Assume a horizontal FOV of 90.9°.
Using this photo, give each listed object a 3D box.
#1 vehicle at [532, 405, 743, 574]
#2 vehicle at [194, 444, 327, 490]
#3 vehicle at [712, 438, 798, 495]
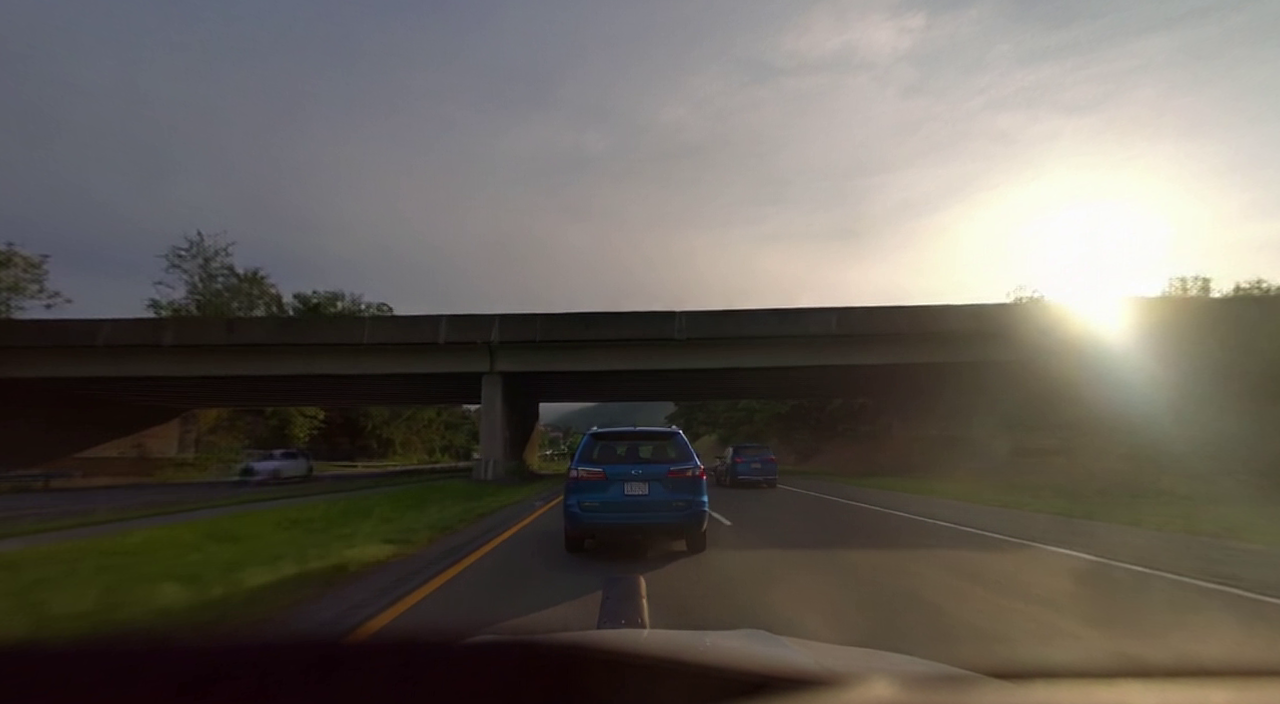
[{"bbox_3d":[-0.027,1.811,8.958,2.288,1.823,4.059,0,-9,0],"label":"vehicle"},{"bbox_3d":[-13.083,3.977,22.100,2.006,1.459,4.251,0,-9,0],"label":"vehicle"},{"bbox_3d":[3.894,3.954,22.172,2.043,1.767,4.620,0,-9,-1],"label":"vehicle"}]
